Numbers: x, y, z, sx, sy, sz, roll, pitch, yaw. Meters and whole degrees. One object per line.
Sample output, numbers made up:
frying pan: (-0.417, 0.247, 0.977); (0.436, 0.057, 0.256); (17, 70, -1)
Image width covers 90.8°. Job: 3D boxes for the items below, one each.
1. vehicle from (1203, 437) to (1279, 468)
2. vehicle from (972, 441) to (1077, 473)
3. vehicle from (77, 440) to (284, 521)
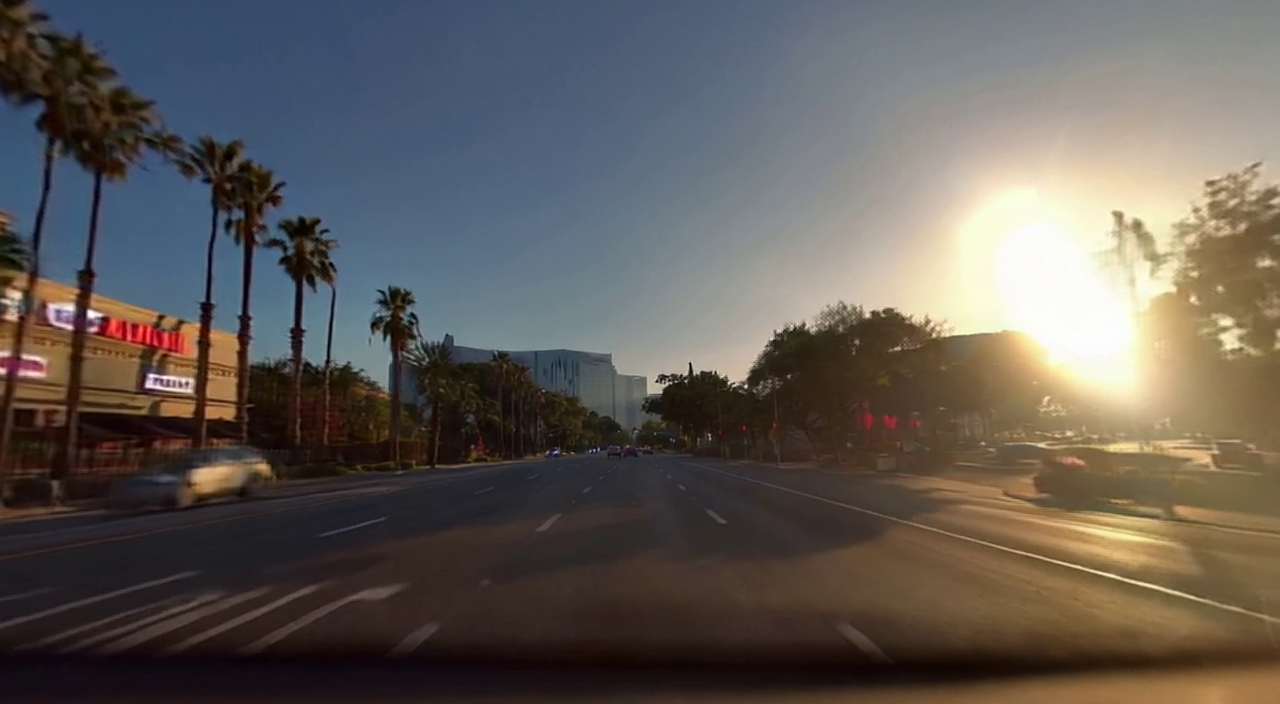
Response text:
vehicle: (34.648, 5.666, 35.784); (3.698, 1.478, 1.811); (-3, -8, -1)
vehicle: (21.545, 5.911, 35.542); (4.620, 1.475, 1.904); (-3, -9, -3)
vehicle: (-12.812, 3.565, 18.204); (2.237, 1.950, 5.039); (0, -9, -2)
